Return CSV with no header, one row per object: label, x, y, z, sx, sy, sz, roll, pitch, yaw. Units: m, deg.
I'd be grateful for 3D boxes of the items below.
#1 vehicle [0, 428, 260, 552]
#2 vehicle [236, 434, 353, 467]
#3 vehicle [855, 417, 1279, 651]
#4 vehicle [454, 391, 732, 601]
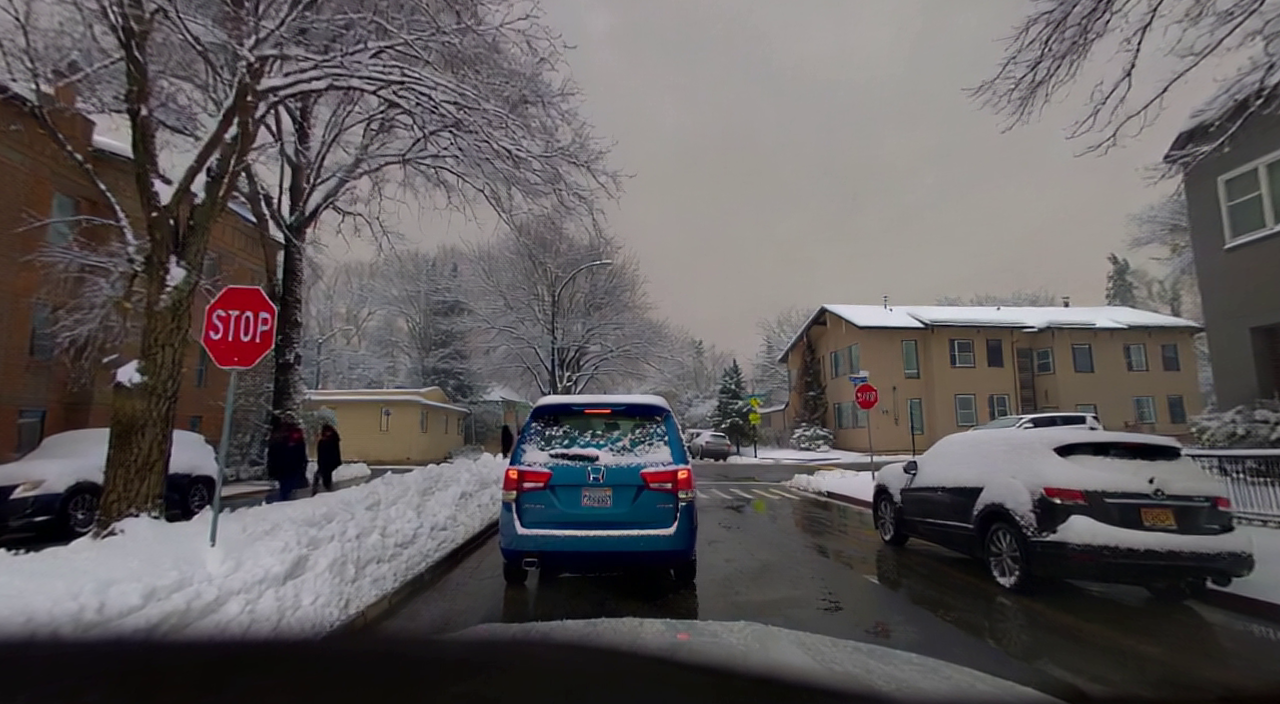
vehicle,-8.290,2.021,10.058,1.825,1.532,4.083,-3,-7,2
vehicle,-16.265,4.650,29.781,4.387,1.495,1.811,1,-8,-3
vehicle,4.220,1.680,6.910,1.959,1.581,4.731,4,-9,-2
vehicle,-0.412,1.582,7.814,2.377,1.787,4.652,0,-8,0
